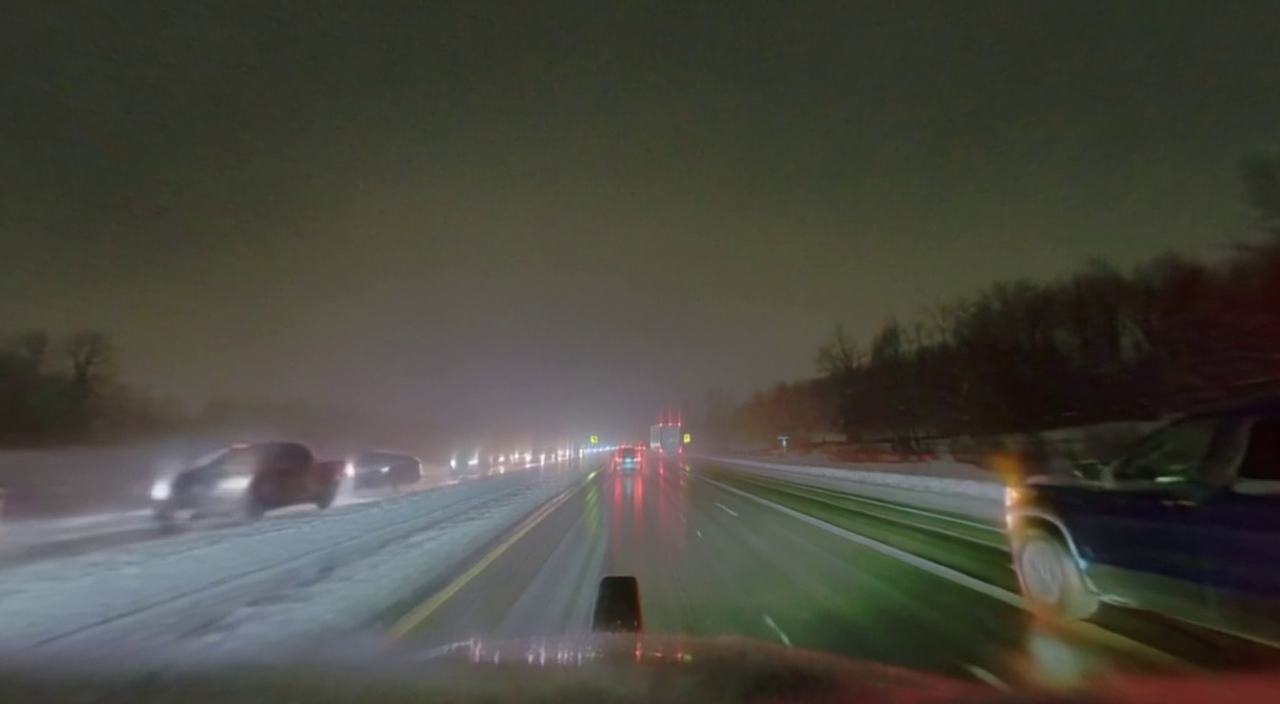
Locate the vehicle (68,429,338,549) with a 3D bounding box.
[{"bbox_3d":[-7.806,2.457,11.908,2.019,1.809,4.361,0,-9,-1],"label":"vehicle"}]

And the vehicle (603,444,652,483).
[{"bbox_3d":[-0.535,4.750,27.045,1.971,1.518,4.108,0,-9,-1],"label":"vehicle"}]

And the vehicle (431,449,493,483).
[{"bbox_3d":[-9.024,5.792,32.167,1.970,1.549,4.299,0,-9,0],"label":"vehicle"}]

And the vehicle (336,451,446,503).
[{"bbox_3d":[-7.992,4.034,20.634,1.917,1.483,4.289,0,-9,-1],"label":"vehicle"}]

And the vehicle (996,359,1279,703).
[{"bbox_3d":[3.997,0.877,2.930,2.077,1.673,4.267,0,-9,-1],"label":"vehicle"}]
